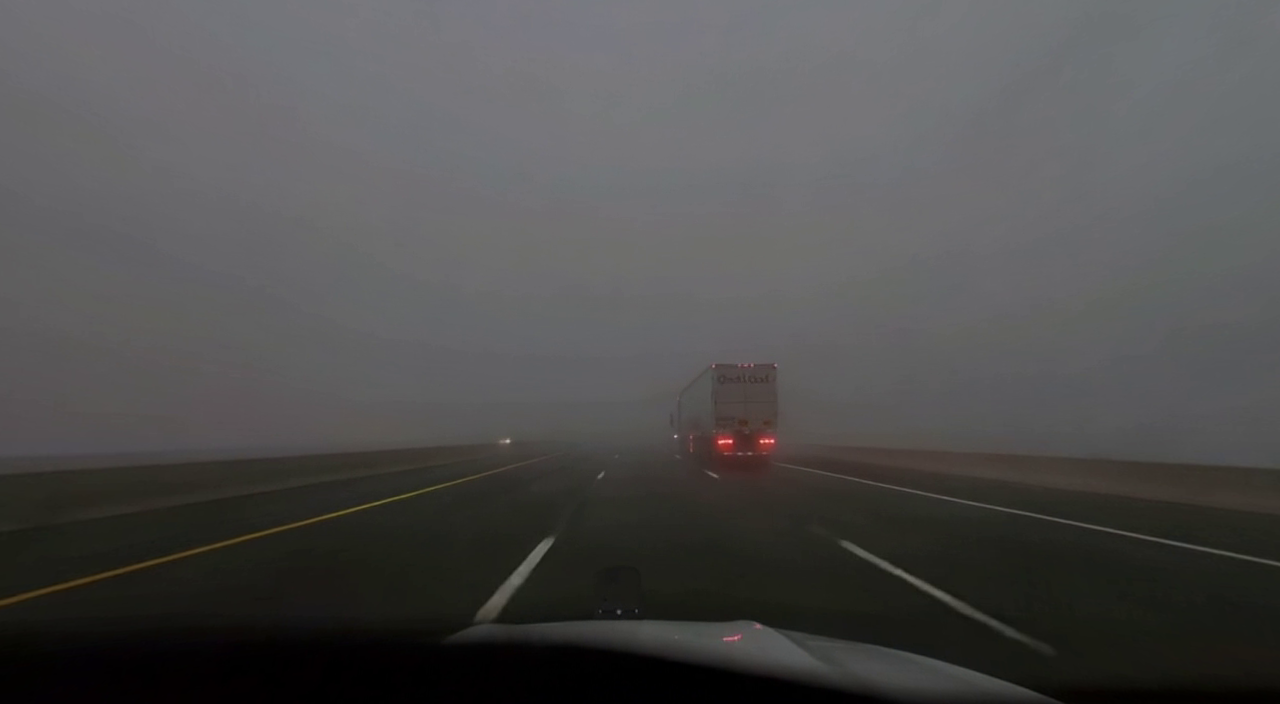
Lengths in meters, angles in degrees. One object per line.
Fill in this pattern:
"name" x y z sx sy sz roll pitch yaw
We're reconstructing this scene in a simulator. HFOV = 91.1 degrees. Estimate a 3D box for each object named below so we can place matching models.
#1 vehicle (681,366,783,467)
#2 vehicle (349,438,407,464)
"vehicle" 4.145 3.523 32.137 2.920 4.029 13.900 0 -8 -1
"vehicle" -16.293 6.166 39.284 1.820 1.506 4.258 0 -8 0
